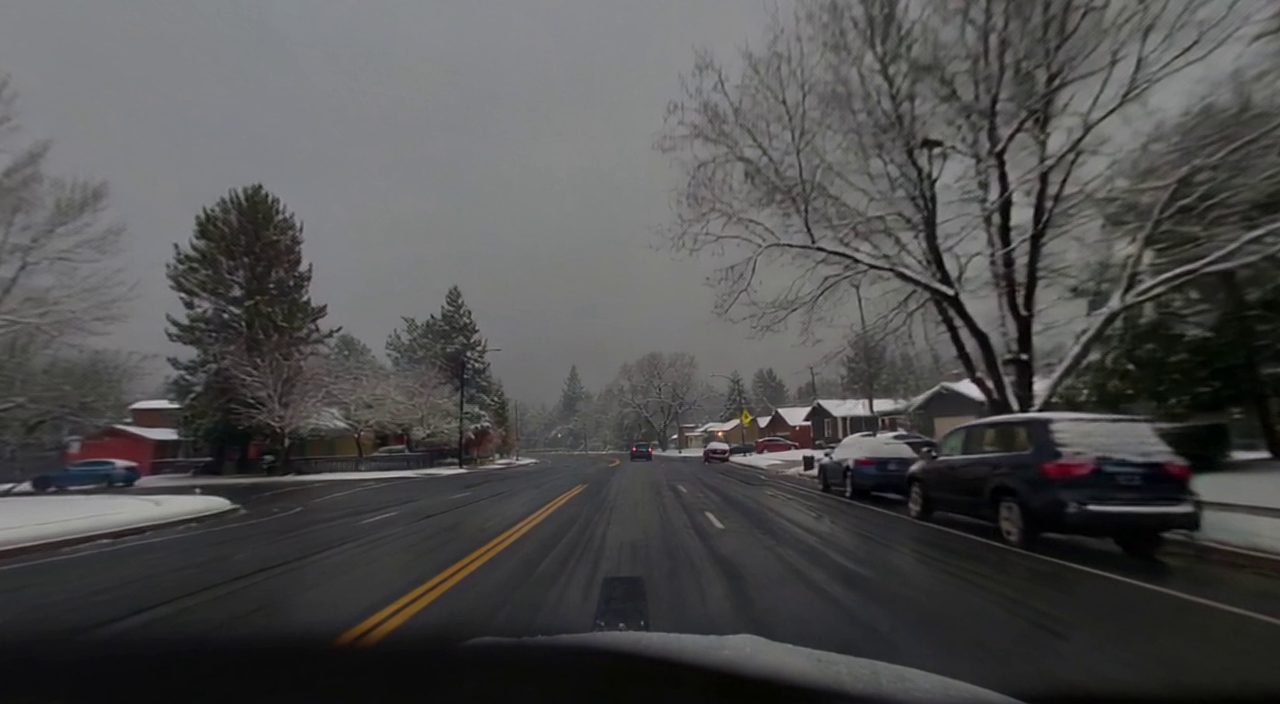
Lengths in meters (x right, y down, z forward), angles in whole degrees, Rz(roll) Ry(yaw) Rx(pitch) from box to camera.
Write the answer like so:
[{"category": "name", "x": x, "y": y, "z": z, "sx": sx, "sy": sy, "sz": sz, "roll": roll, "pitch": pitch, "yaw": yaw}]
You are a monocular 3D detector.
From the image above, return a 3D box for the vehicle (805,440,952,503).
[{"category": "vehicle", "x": 6.440, "y": 3.259, "z": 17.771, "sx": 2.235, "sy": 1.515, "sz": 4.782, "roll": 0, "pitch": -8, "yaw": -1}]

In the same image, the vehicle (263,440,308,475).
[{"category": "vehicle", "x": -23.481, "y": 6.959, "z": 41.874, "sx": 2.083, "sy": 2.113, "sz": 4.490, "roll": 4, "pitch": -9, "yaw": -23}]

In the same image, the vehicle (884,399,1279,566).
[{"category": "vehicle", "x": 6.569, "y": 1.938, "z": 10.275, "sx": 2.878, "sy": 1.927, "sz": 5.774, "roll": 0, "pitch": -8, "yaw": 0}]

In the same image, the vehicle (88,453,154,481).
[{"category": "vehicle", "x": -31.442, "y": 6.937, "z": 38.342, "sx": 1.866, "sy": 1.484, "sz": 4.553, "roll": 4, "pitch": -9, "yaw": -24}]

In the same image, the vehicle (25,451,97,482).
[{"category": "vehicle", "x": -34.038, "y": 6.701, "z": 37.189, "sx": 1.934, "sy": 1.689, "sz": 3.999, "roll": 4, "pitch": -9, "yaw": -26}]
